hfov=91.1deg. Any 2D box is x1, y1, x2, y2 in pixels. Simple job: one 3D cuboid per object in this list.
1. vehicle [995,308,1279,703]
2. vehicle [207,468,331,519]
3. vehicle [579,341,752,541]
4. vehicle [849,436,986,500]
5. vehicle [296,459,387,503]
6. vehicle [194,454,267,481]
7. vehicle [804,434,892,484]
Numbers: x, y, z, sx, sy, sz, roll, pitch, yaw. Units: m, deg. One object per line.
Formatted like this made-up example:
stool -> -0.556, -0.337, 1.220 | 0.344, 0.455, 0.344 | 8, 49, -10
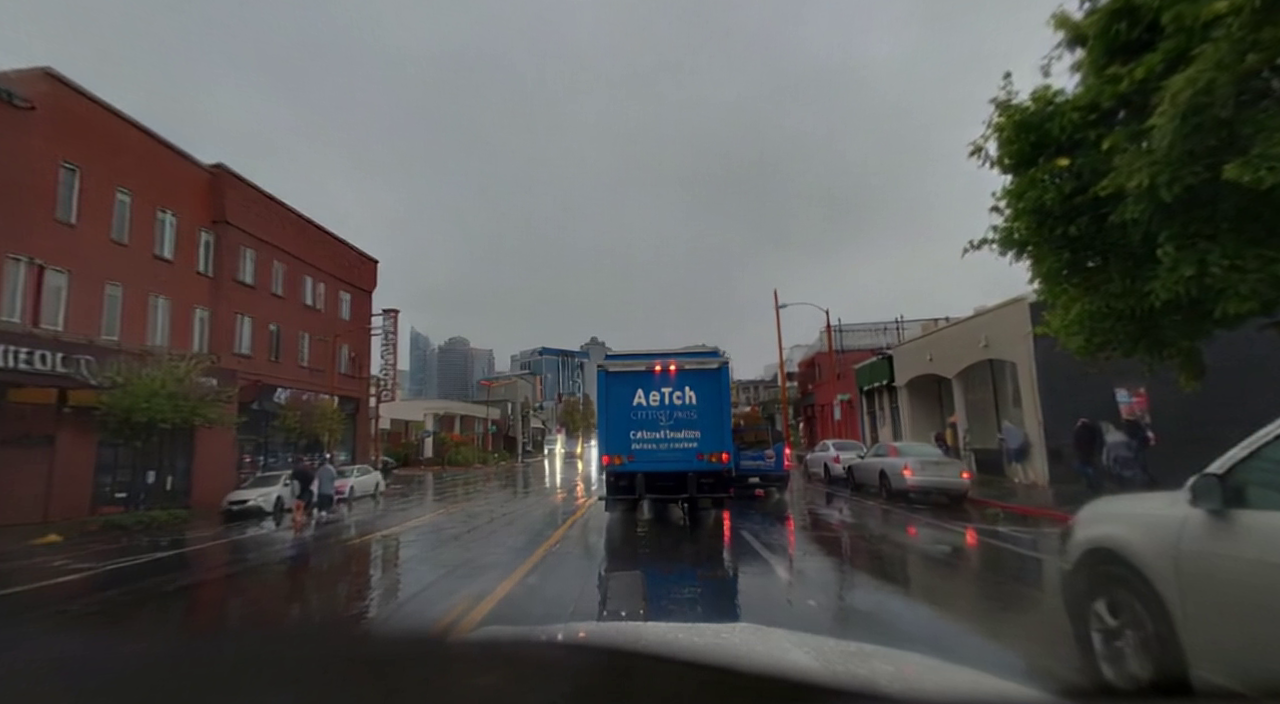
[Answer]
vehicle -> 3.427, 0.672, 1.915 | 2.104, 1.786, 4.498 | 0, -9, 1
vehicle -> -13.426, 5.124, 23.087 | 1.901, 1.508, 4.405 | 0, -9, 0
vehicle -> 0.254, 1.746, 12.414 | 2.517, 2.926, 6.177 | 0, -9, -2
vehicle -> 7.596, 3.193, 17.733 | 1.951, 1.548, 4.290 | 0, -9, 1
vehicle -> -13.307, 5.741, 28.299 | 1.943, 1.682, 4.365 | 0, -9, 0
vehicle -> -27.001, 7.605, 41.595 | 2.050, 1.675, 4.358 | 1, -9, -3
vehicle -> 7.655, 3.986, 23.578 | 1.946, 1.680, 4.270 | 0, -9, 1
